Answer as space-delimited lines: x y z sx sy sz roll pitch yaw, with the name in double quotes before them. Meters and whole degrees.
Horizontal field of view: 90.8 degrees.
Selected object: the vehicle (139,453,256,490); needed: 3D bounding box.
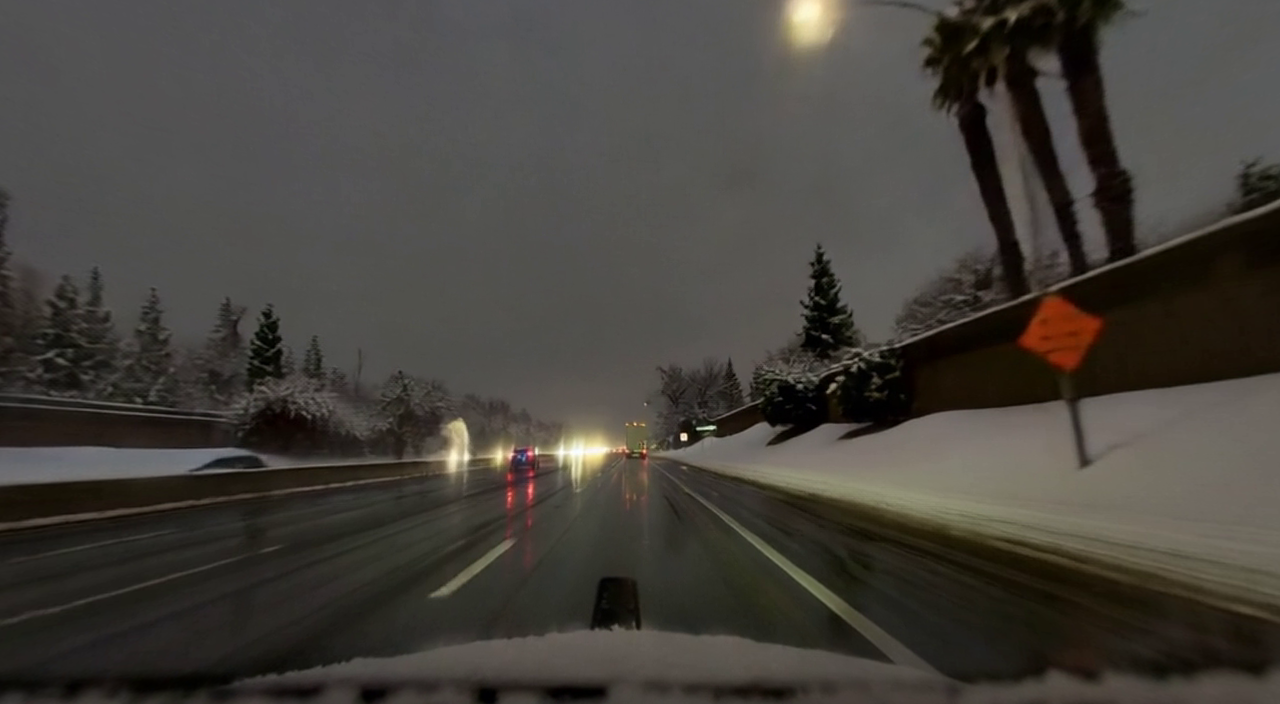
"vehicle" -20.095 5.420 29.005 1.963 1.481 4.748 0 -9 0
